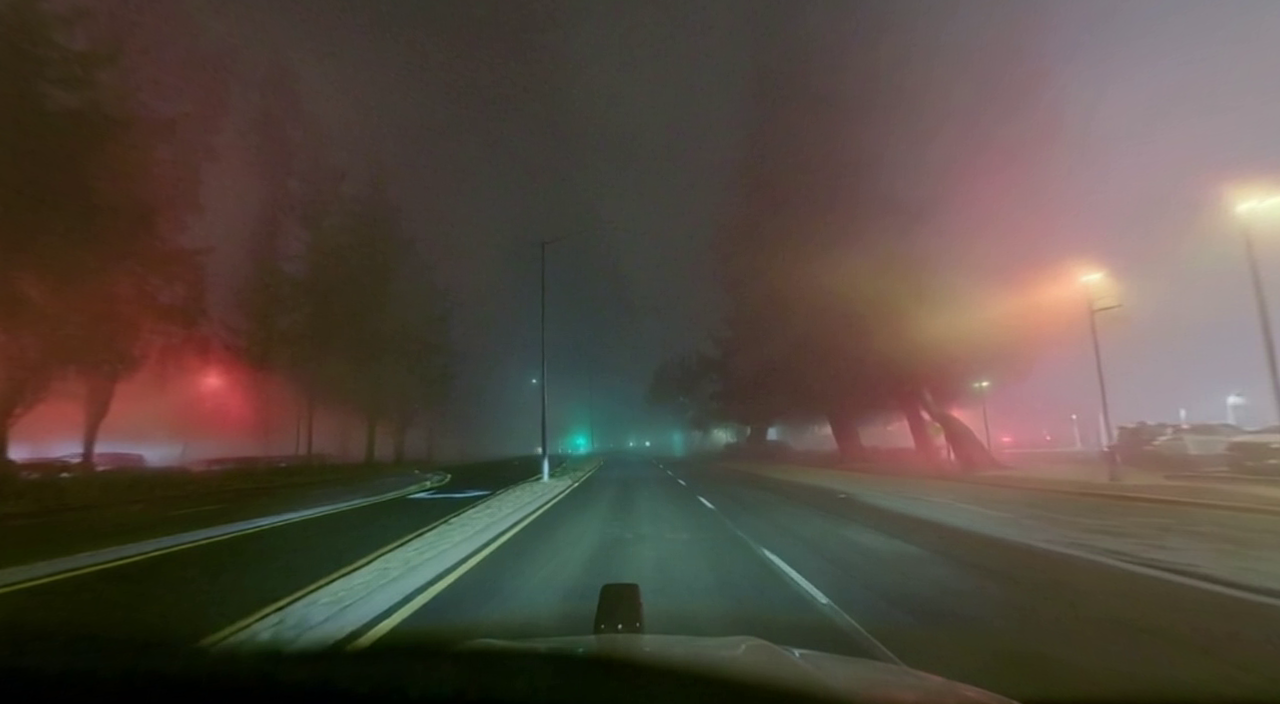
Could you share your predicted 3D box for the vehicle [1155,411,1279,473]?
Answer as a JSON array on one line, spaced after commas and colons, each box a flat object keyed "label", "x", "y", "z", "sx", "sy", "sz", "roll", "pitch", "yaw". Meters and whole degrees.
[{"label": "vehicle", "x": 17.765, "y": 2.663, "z": 18.665, "sx": 4.638, "sy": 1.648, "sz": 1.887, "roll": 3, "pitch": -9, "yaw": -24}]

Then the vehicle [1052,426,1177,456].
[{"label": "vehicle", "x": 24.012, "y": 4.542, "z": 32.175, "sx": 1.819, "sy": 1.401, "sz": 4.665, "roll": 4, "pitch": -10, "yaw": -29}]

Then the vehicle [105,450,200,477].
[{"label": "vehicle", "x": -29.836, "y": 6.827, "z": 38.759, "sx": 4.293, "sy": 1.524, "sz": 1.850, "roll": 0, "pitch": -8, "yaw": 1}]

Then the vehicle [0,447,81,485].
[{"label": "vehicle", "x": -30.091, "y": 5.499, "z": 30.324, "sx": 4.528, "sy": 1.695, "sz": 1.945, "roll": -1, "pitch": -9, "yaw": -4}]

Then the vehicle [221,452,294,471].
[{"label": "vehicle", "x": -29.854, "y": 8.552, "z": 49.428, "sx": 4.410, "sy": 1.401, "sz": 1.929, "roll": 0, "pitch": -8, "yaw": -2}]
